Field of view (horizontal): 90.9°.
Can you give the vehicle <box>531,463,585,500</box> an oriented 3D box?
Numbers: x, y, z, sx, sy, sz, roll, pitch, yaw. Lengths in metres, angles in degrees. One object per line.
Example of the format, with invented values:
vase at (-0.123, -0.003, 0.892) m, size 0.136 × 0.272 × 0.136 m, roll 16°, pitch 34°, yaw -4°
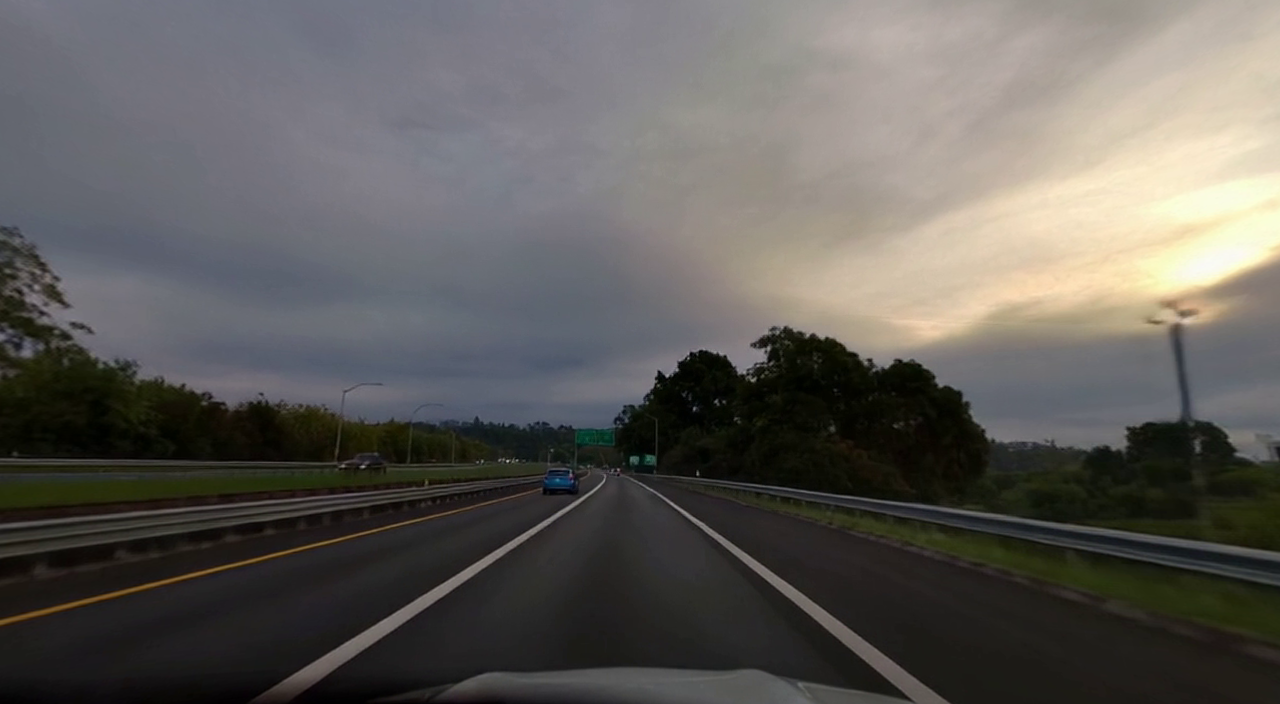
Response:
vehicle at (-3.770, 6.069, 29.700) m, size 1.967 × 1.556 × 4.364 m, roll 1°, pitch -10°, yaw -1°
